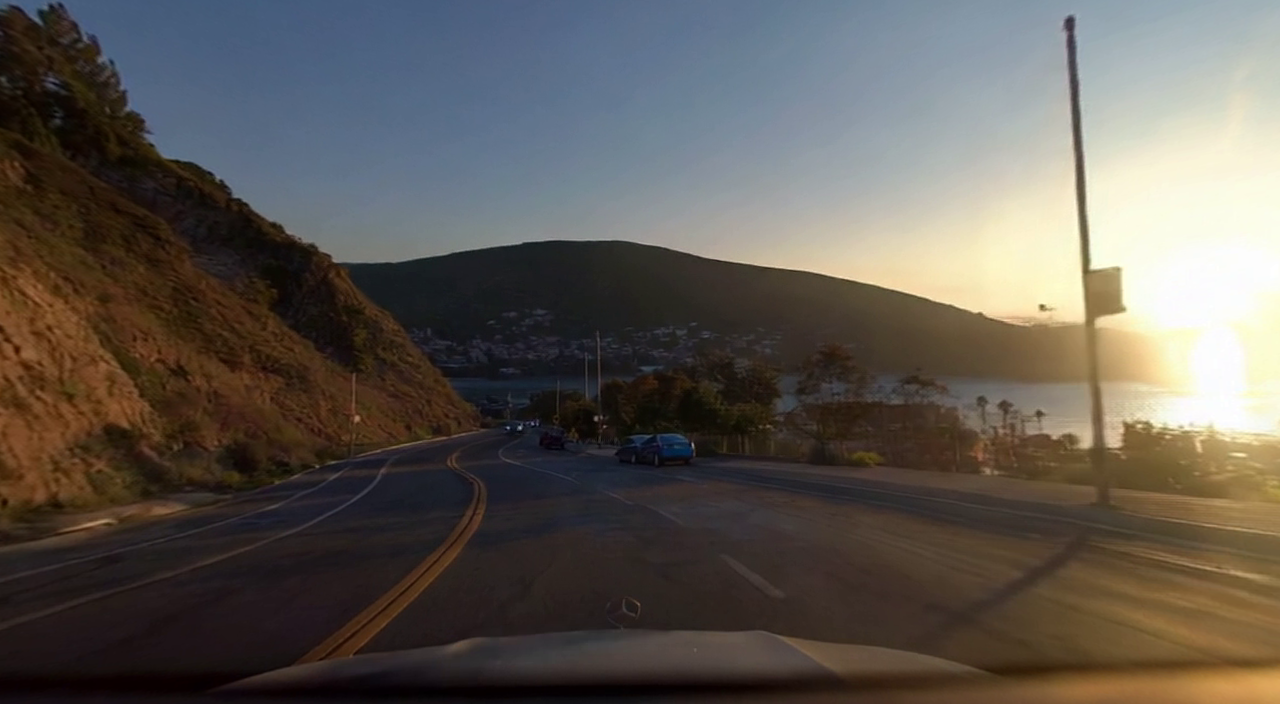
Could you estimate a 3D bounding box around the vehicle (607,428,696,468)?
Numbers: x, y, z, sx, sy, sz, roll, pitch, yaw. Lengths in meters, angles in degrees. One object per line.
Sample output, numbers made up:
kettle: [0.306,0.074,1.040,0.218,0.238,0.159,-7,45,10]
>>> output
vehicle: [0.610,4.361,28.735,2.064,1.667,4.453,-5,-10,30]
